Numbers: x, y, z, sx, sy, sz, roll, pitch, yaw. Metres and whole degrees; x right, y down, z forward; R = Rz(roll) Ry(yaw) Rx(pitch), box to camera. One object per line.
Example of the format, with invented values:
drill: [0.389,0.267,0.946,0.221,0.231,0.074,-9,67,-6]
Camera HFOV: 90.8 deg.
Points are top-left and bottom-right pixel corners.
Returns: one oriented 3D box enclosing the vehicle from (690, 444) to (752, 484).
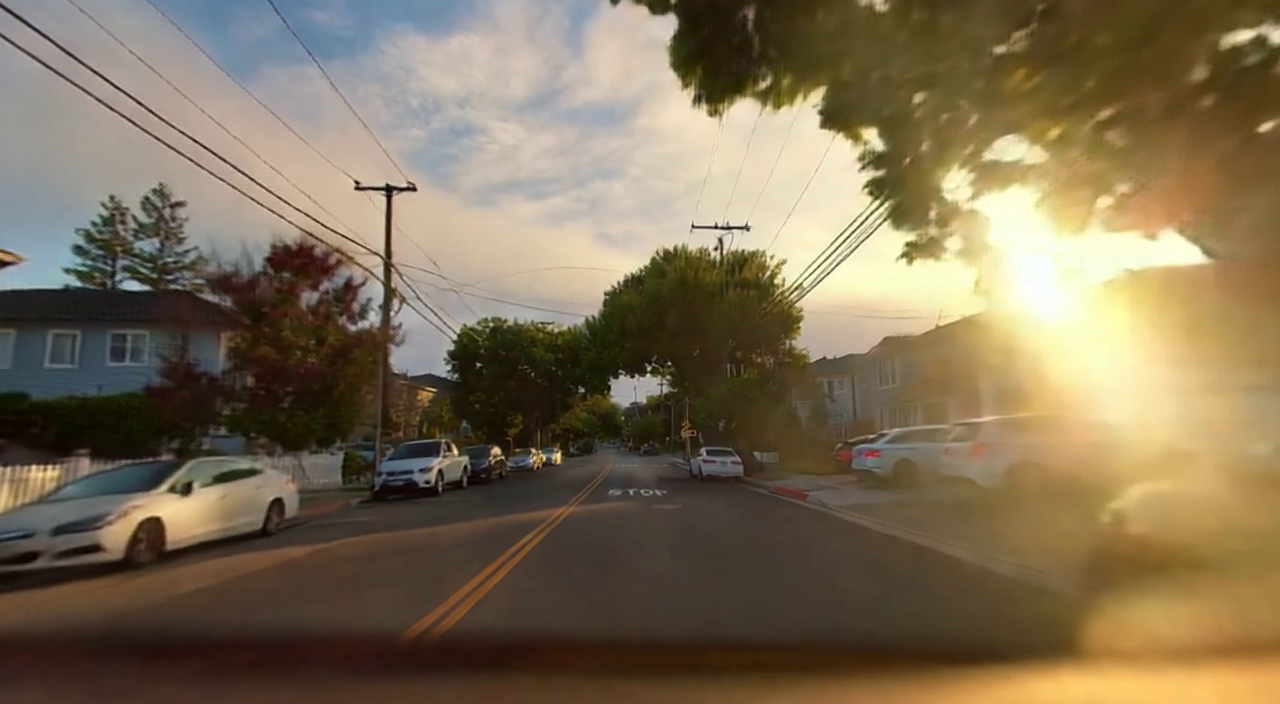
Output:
vehicle: [3.380,4.785,27.407,1.963,1.536,5.446,0,-9,0]

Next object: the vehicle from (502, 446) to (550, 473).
vehicle: [-6.762,6.449,38.099,2.056,1.481,4.451,0,-9,0]

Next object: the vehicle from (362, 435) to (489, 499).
vehicle: [-6.545,3.576,20.112,2.136,1.757,5.365,0,-9,0]

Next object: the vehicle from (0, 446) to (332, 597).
vehicle: [-6.477,2.019,8.544,2.211,1.469,4.380,0,-9,4]

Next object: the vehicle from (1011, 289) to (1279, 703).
vehicle: [3.509,0.642,1.836,2.114,1.909,4.266,0,-9,-2]
